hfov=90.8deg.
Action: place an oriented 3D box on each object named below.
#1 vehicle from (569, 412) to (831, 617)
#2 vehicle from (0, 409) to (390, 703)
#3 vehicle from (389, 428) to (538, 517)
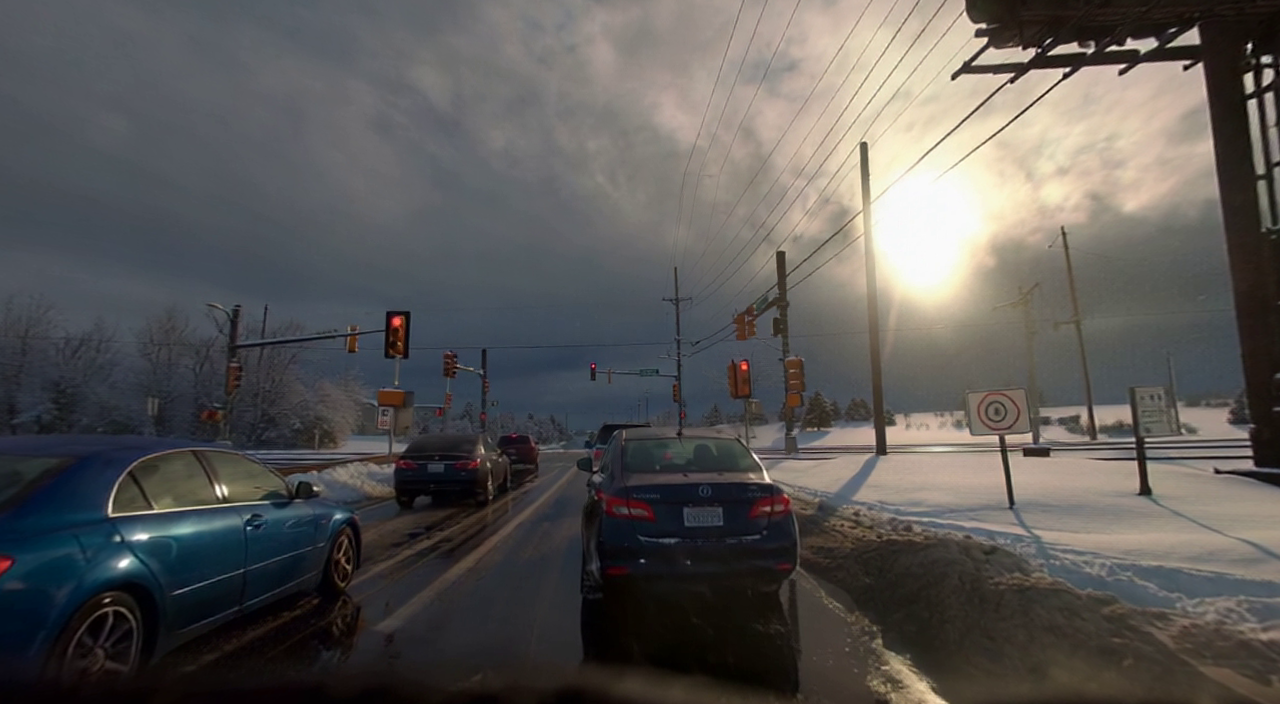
[{"bbox_3d":[0.358,1.528,6.844,1.998,1.529,3.960,0,-9,-3],"label":"vehicle"},{"bbox_3d":[-3.708,1.260,4.538,1.956,1.468,4.585,0,-8,0],"label":"vehicle"},{"bbox_3d":[-3.362,2.373,12.912,1.984,1.505,3.982,0,-9,-2],"label":"vehicle"}]
